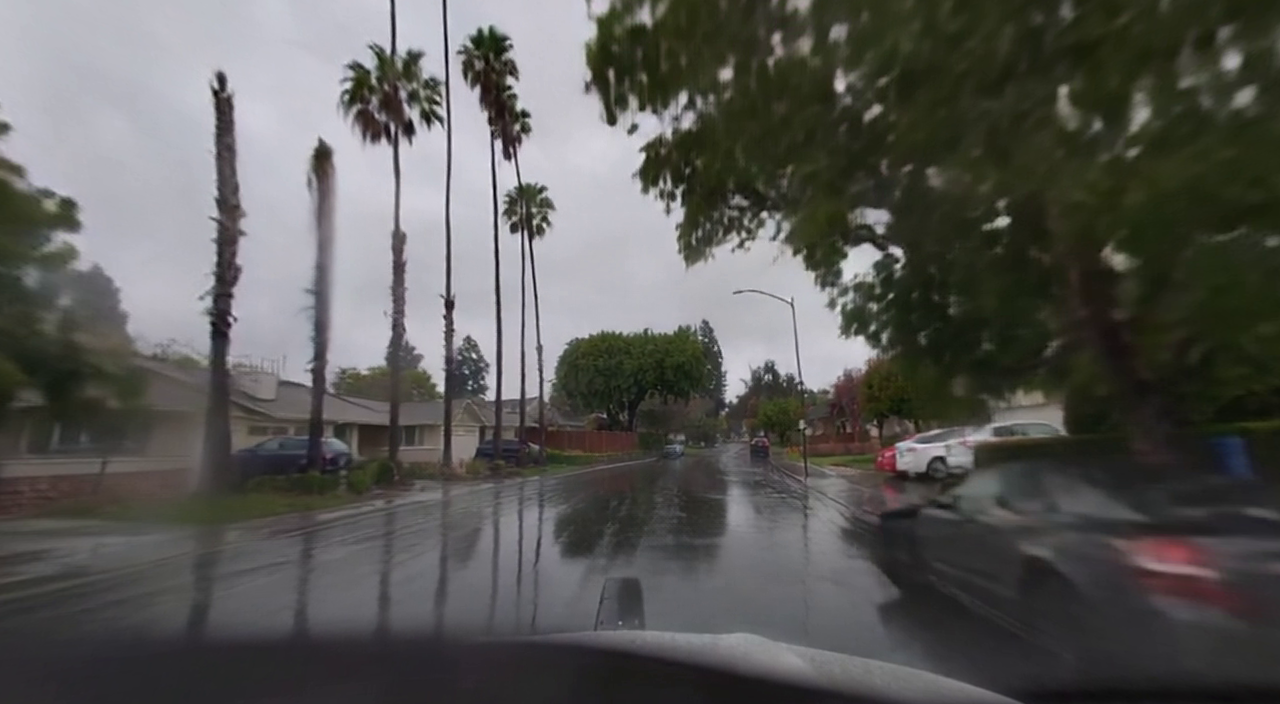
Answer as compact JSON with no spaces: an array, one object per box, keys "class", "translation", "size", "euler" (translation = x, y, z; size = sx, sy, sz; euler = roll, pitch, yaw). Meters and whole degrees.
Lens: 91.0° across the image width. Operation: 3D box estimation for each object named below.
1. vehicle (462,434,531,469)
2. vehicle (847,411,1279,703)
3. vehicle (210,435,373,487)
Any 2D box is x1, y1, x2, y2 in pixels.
[{"class":"vehicle","translation":[-9.401,6.582,41.515],"size":[3.918,1.719,1.988],"euler":[-4,-21,5]},{"class":"vehicle","translation":[3.198,1.294,4.457],"size":[2.045,1.519,4.231],"euler":[0,-8,1]},{"class":"vehicle","translation":[-12.580,3.907,22.821],"size":[5.015,1.746,1.968],"euler":[-2,-9,13]}]
